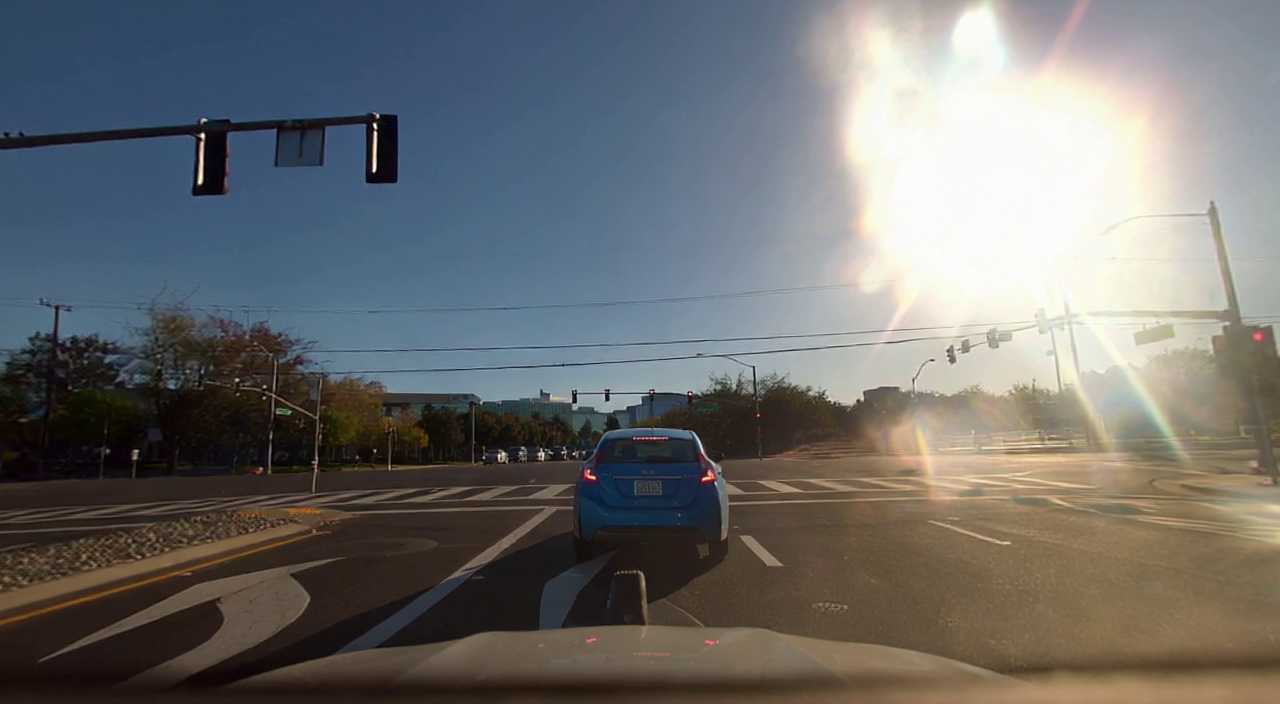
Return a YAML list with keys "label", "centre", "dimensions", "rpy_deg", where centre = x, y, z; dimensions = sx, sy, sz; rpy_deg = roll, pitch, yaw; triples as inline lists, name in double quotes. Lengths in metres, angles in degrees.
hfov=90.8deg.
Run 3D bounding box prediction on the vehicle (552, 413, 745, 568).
- label: "vehicle"
  centre: [0.046, 1.754, 8.705]
  dimensions: [2.027, 1.626, 3.942]
  rpy_deg: [0, -8, -1]
